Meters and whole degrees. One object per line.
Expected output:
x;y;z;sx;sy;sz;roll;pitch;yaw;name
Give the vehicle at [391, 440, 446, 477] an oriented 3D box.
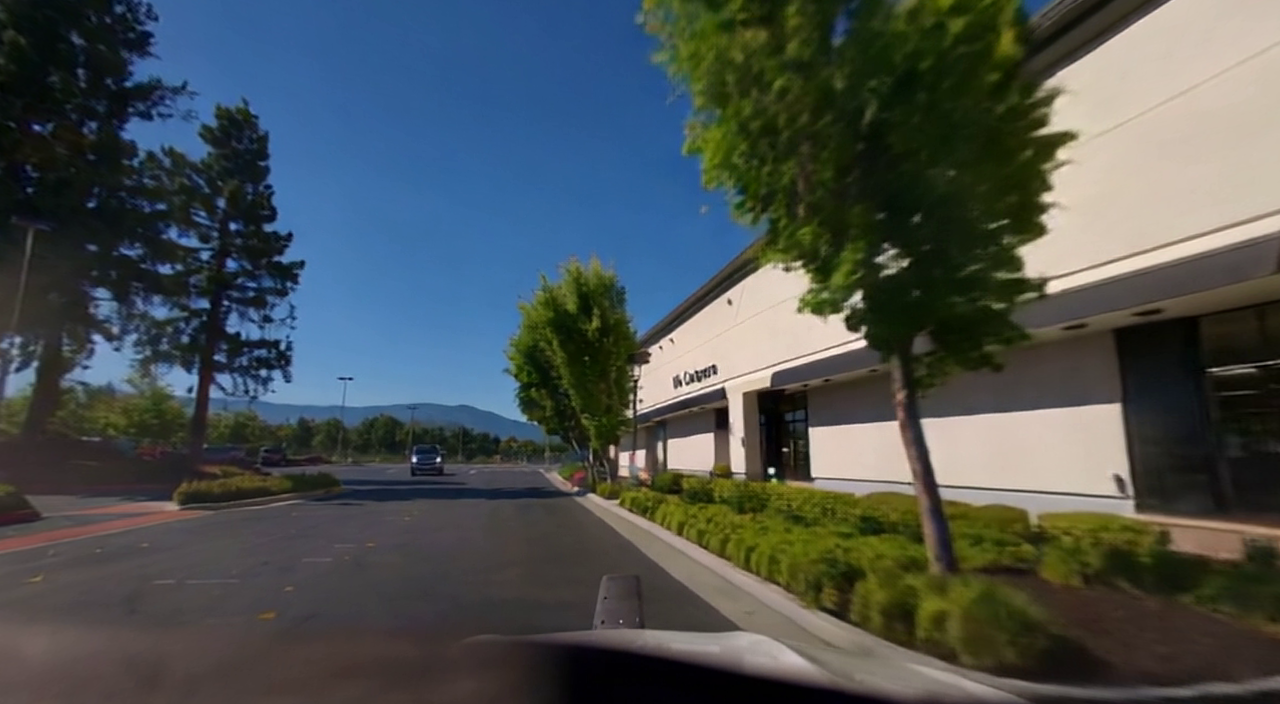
-11.868;5.707;34.160;2.180;1.806;4.541;2;-9;-12;vehicle
